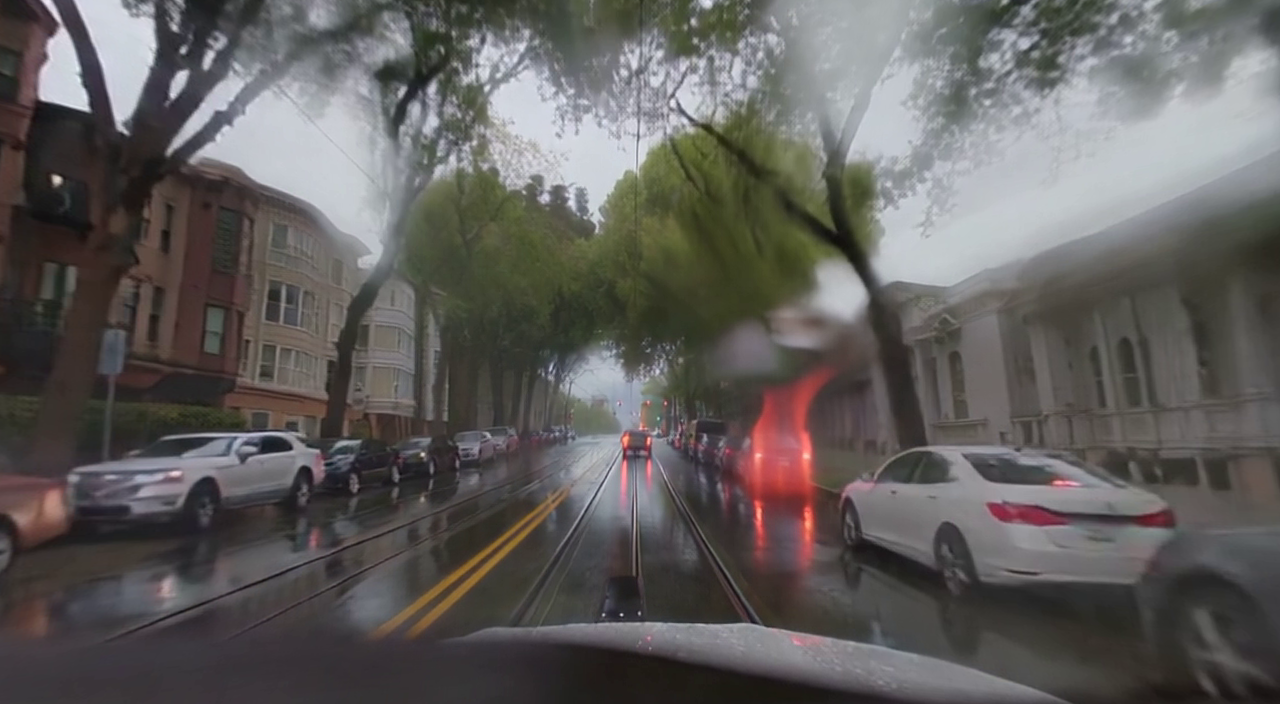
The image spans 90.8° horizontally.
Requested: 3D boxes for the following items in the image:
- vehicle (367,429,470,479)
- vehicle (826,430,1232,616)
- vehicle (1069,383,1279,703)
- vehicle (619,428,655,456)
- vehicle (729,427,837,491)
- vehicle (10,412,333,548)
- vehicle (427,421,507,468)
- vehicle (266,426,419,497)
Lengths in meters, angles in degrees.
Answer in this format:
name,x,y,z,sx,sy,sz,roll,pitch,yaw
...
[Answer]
name,x,y,z,sx,sy,sz,roll,pitch,yaw
vehicle,-7.389,3.483,21.622,1.833,1.477,4.851,0,-9,-1
vehicle,3.798,1.708,7.270,1.838,1.475,4.163,0,-9,-3
vehicle,3.935,0.896,2.182,1.929,1.723,4.134,0,-9,0
vehicle,-0.199,5.236,36.605,1.984,1.571,3.404,0,-9,-1
vehicle,3.838,2.973,17.736,1.890,1.559,4.281,0,-9,-2
vehicle,-7.352,1.995,10.720,1.861,1.751,4.550,1,-7,2
vehicle,-7.305,4.024,27.330,2.049,1.821,5.066,0,-9,0
vehicle,-7.342,2.816,16.174,1.756,1.492,4.426,2,-10,-1
